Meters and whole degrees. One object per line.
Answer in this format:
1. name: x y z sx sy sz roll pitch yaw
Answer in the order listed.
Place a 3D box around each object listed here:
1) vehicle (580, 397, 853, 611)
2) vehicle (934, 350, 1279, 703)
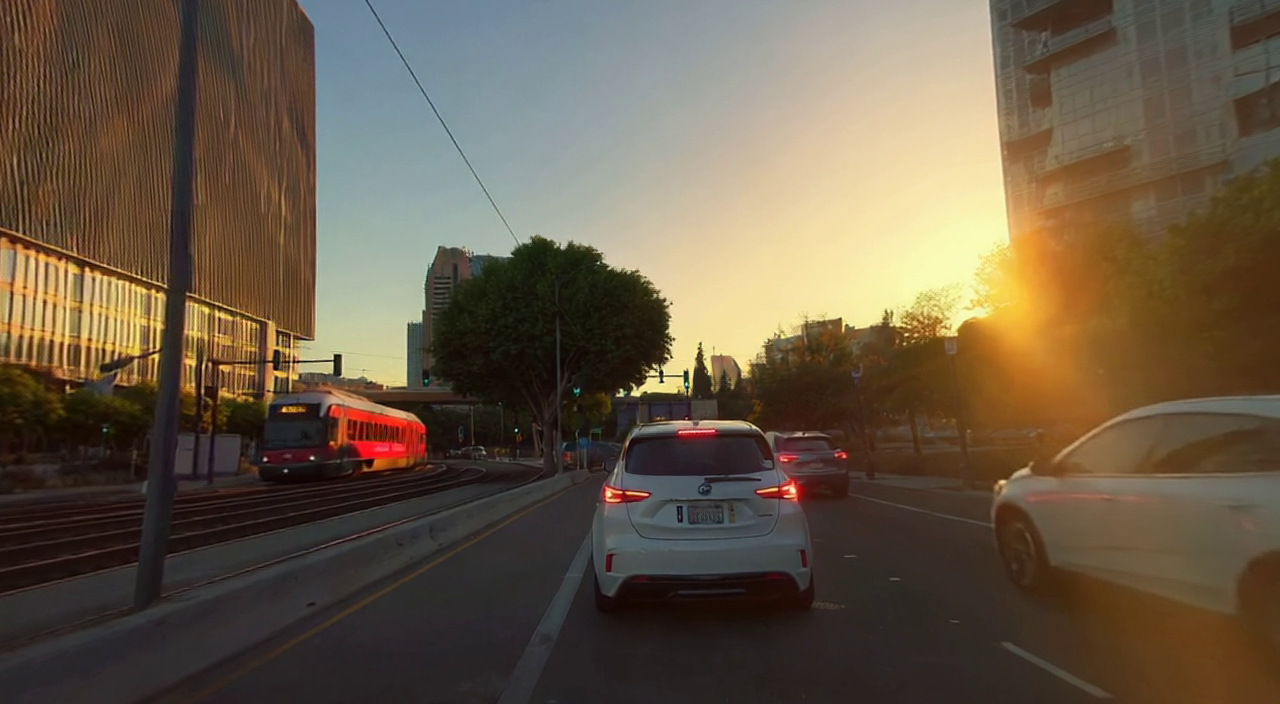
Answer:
1. vehicle: 0.506 1.518 7.155 2.190 1.684 4.084 0 -9 -3
2. vehicle: 4.252 1.028 4.107 2.165 1.760 5.064 0 -9 0
